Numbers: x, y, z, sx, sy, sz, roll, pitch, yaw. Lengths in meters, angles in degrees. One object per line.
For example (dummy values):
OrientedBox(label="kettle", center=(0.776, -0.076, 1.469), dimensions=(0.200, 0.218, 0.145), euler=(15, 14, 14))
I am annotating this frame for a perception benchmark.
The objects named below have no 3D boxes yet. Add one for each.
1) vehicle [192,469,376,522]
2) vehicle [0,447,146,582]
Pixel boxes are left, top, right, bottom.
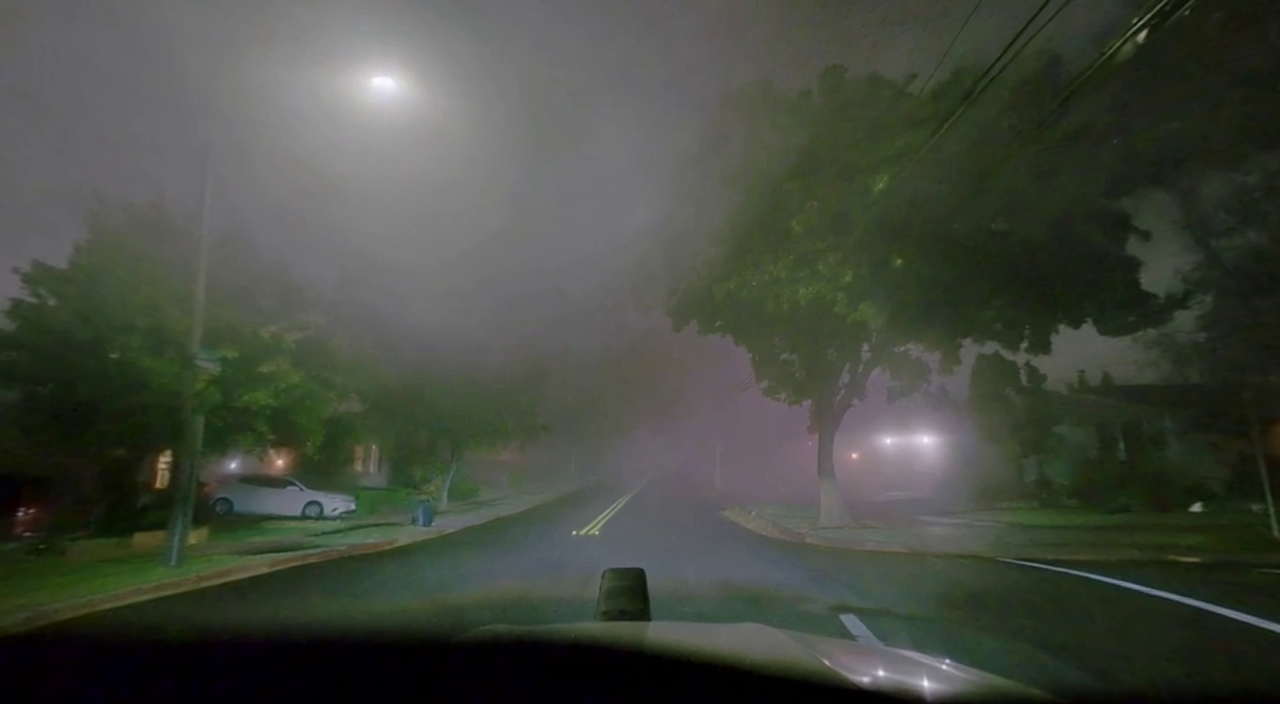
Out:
OrientedBox(label="vehicle", center=(-11.114, 4.496, 19.905), dimensions=(4.659, 1.464, 1.930), euler=(0, -9, 3))
OrientedBox(label="vehicle", center=(-11.380, 2.567, 10.511), dimensions=(4.463, 1.948, 2.114), euler=(0, -8, 2))
